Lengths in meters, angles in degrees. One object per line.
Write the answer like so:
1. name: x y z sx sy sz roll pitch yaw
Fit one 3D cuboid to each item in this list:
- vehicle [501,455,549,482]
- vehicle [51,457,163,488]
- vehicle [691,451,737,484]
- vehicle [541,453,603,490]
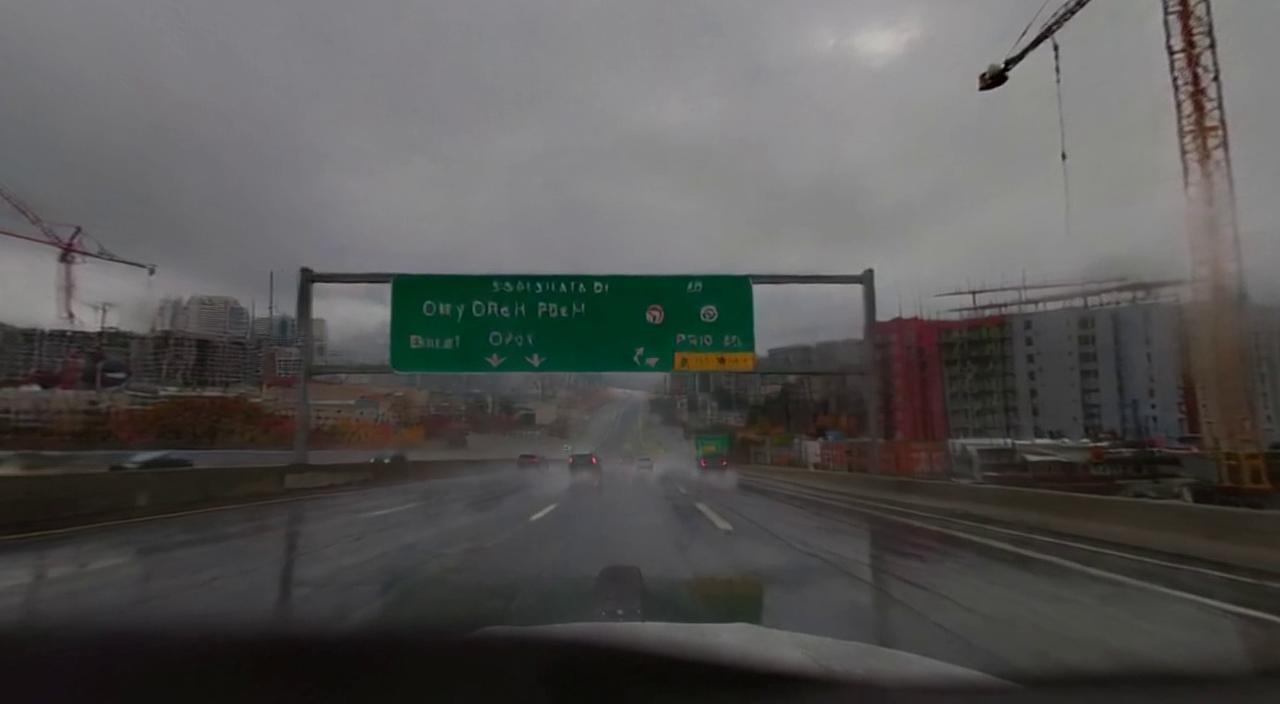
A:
1. vehicle: -6.816 6.965 37.963 1.951 1.528 4.209 0 -9 2
2. vehicle: -27.121 6.143 32.373 1.798 1.446 4.409 0 -9 1
3. vehicle: 3.844 6.113 33.599 1.978 1.602 4.092 0 -9 1
4. vehicle: -2.930 5.315 28.403 2.136 1.512 4.488 0 -9 2
